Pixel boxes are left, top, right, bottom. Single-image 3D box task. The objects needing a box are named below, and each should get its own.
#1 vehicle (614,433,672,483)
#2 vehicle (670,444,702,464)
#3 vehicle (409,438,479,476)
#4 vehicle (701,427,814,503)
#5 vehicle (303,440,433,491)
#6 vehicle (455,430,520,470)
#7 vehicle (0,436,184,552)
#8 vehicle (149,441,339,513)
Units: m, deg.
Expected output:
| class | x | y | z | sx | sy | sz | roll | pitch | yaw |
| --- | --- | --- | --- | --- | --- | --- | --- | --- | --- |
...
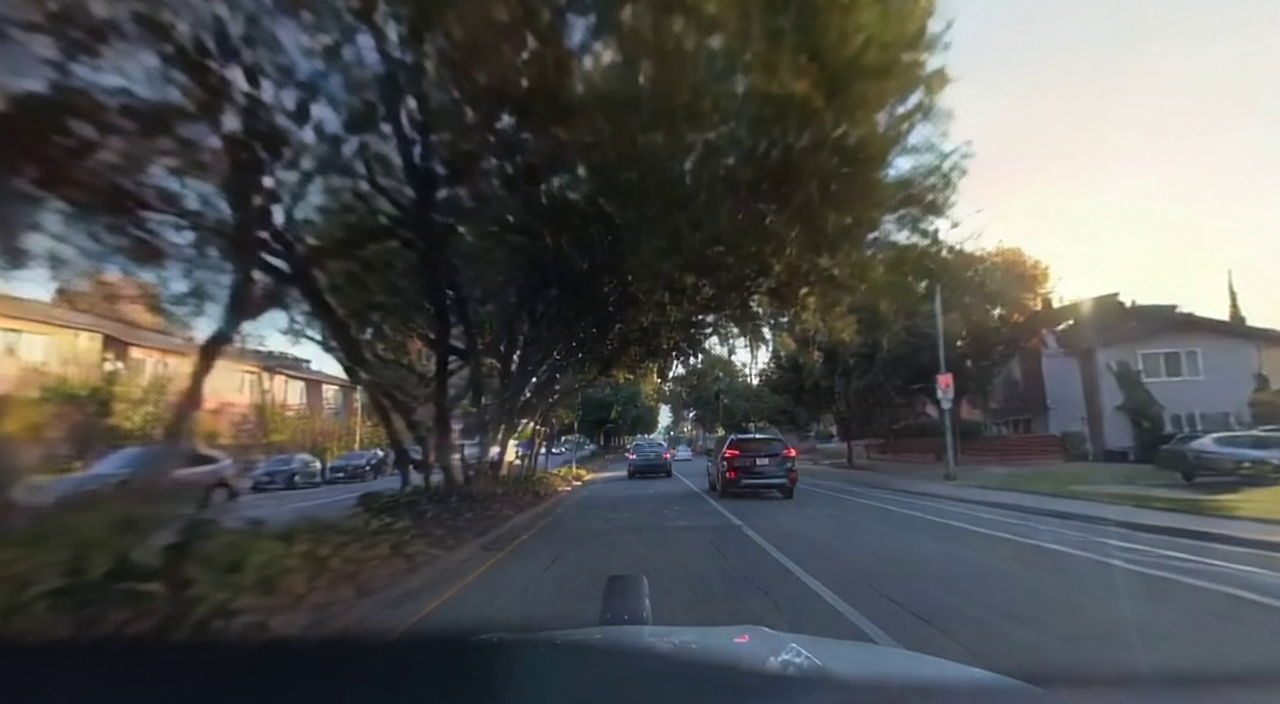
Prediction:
| class | x | y | z | sx | sy | sz | roll | pitch | yaw |
| --- | --- | --- | --- | --- | --- | --- | --- | --- | --- |
| vehicle | 0.090 | 4.307 | 25.863 | 2.185 | 1.822 | 4.391 | 0 | -8 | -1 |
| vehicle | 3.517 | 7.896 | 48.903 | 2.096 | 1.489 | 4.757 | 0 | -8 | 0 |
| vehicle | -9.147 | 4.931 | 29.828 | 1.988 | 1.663 | 4.316 | 0 | -8 | -1 |
| vehicle | 3.026 | 3.031 | 17.335 | 2.166 | 1.799 | 4.372 | 0 | -8 | -2 |
| vehicle | -8.898 | 3.740 | 21.236 | 2.140 | 1.510 | 5.005 | 0 | -8 | 0 |
| vehicle | -8.893 | 5.816 | 37.562 | 2.037 | 2.113 | 7.185 | 0 | -8 | 0 |
| vehicle | -8.981 | 1.913 | 8.770 | 1.923 | 1.433 | 4.450 | 0 | -8 | 0 |
| vehicle | -8.938 | 2.819 | 14.716 | 1.786 | 1.422 | 4.021 | 0 | -8 | 1 |
